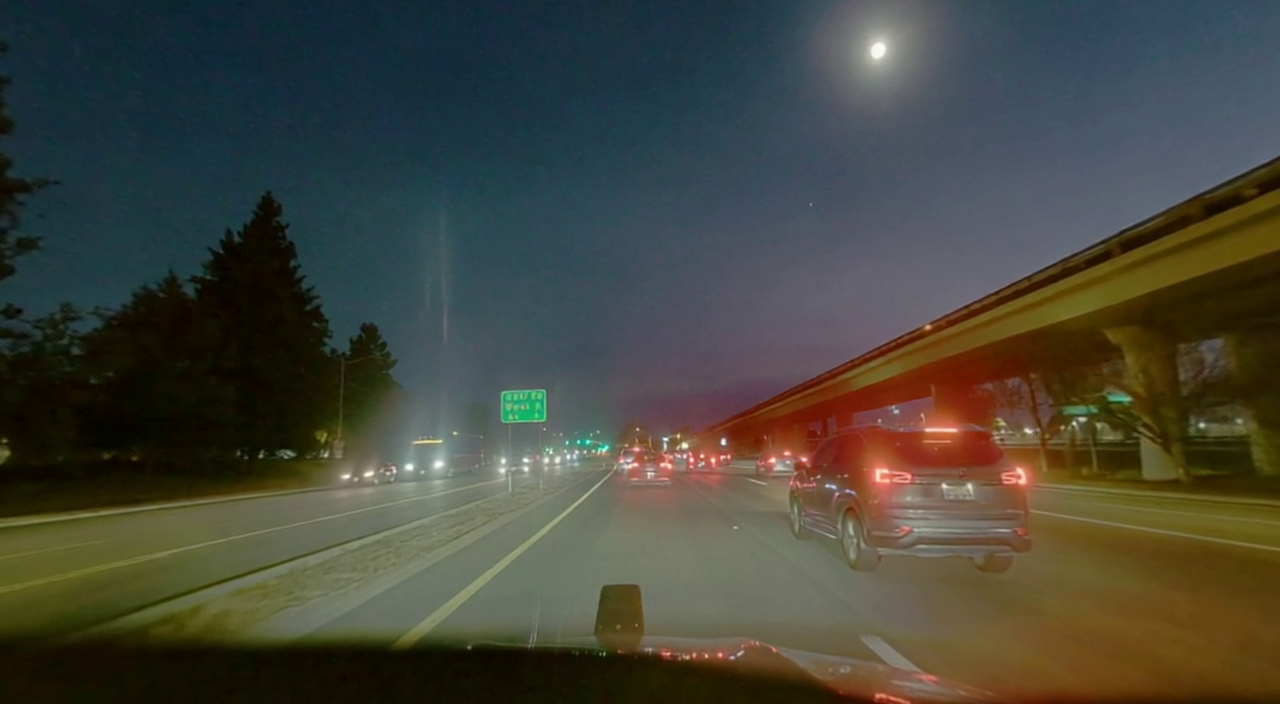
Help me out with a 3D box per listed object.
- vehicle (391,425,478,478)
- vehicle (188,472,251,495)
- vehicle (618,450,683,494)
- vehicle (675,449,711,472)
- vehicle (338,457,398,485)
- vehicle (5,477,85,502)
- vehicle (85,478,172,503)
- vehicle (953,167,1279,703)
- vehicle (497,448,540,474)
[{"bbox_3d":[-15.772,7.782,49.696,3.206,3.617,10.684,0,-9,0],"label":"vehicle"},{"bbox_3d":[-31.999,10.011,48.114,3.691,1.460,1.668,-4,-10,3],"label":"vehicle"},{"bbox_3d":[0.328,4.008,21.473,2.027,1.341,3.775,0,-9,0],"label":"vehicle"},{"bbox_3d":[3.420,7.071,41.474,1.962,1.431,4.205,0,-9,0],"label":"vehicle"},{"bbox_3d":[-19.225,8.431,44.890,2.091,1.771,4.727,0,-9,0],"label":"vehicle"},{"bbox_3d":[-45.191,10.444,48.043,4.067,1.637,1.836,-1,-10,-1],"label":"vehicle"},{"bbox_3d":[-32.656,8.863,40.397,3.907,1.435,1.765,0,-9,-2],"label":"vehicle"},{"bbox_3d":[3.360,0.509,1.611,2.588,2.321,4.927,0,-9,1],"label":"vehicle"},{"bbox_3d":[-8.773,7.882,46.060,2.165,1.764,4.671,0,-9,1],"label":"vehicle"}]
